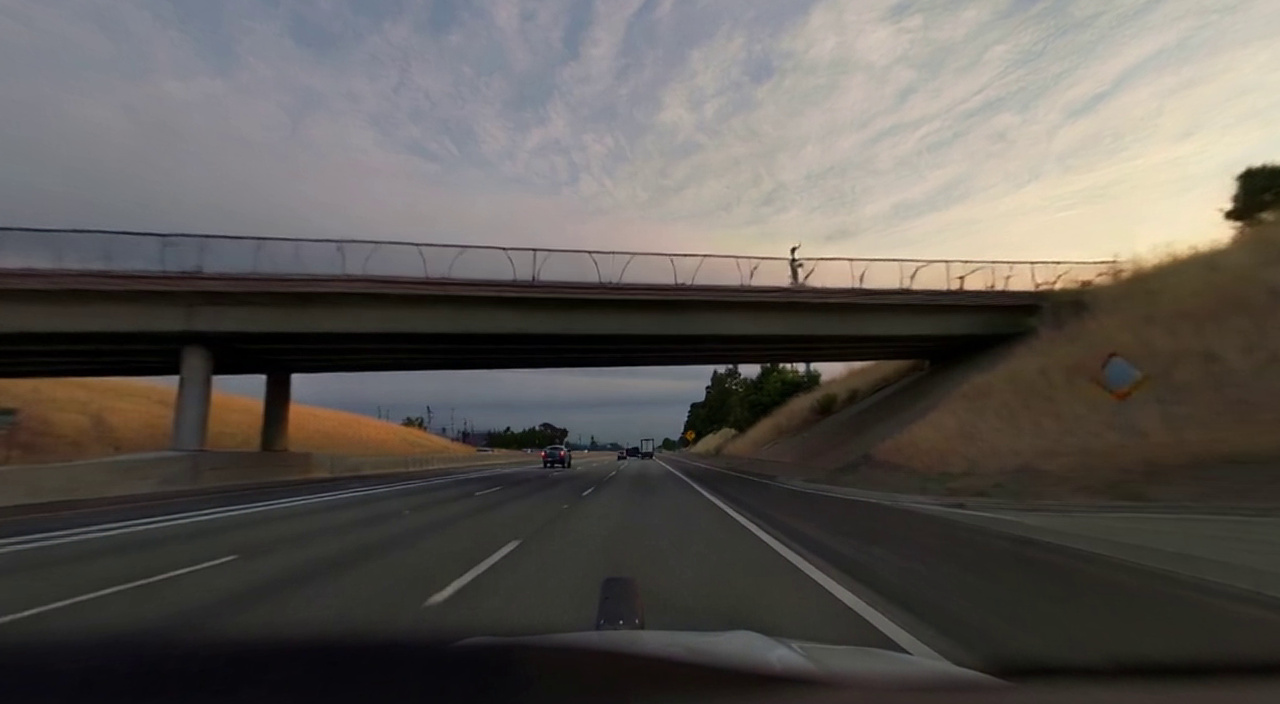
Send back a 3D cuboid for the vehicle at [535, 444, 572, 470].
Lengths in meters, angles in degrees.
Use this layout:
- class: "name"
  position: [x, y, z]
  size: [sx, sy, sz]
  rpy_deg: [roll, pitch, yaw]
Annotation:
- class: "vehicle"
  position: [-6.744, 8.244, 49.780]
  size: [2.232, 1.947, 5.180]
  rpy_deg: [0, -9, 0]
